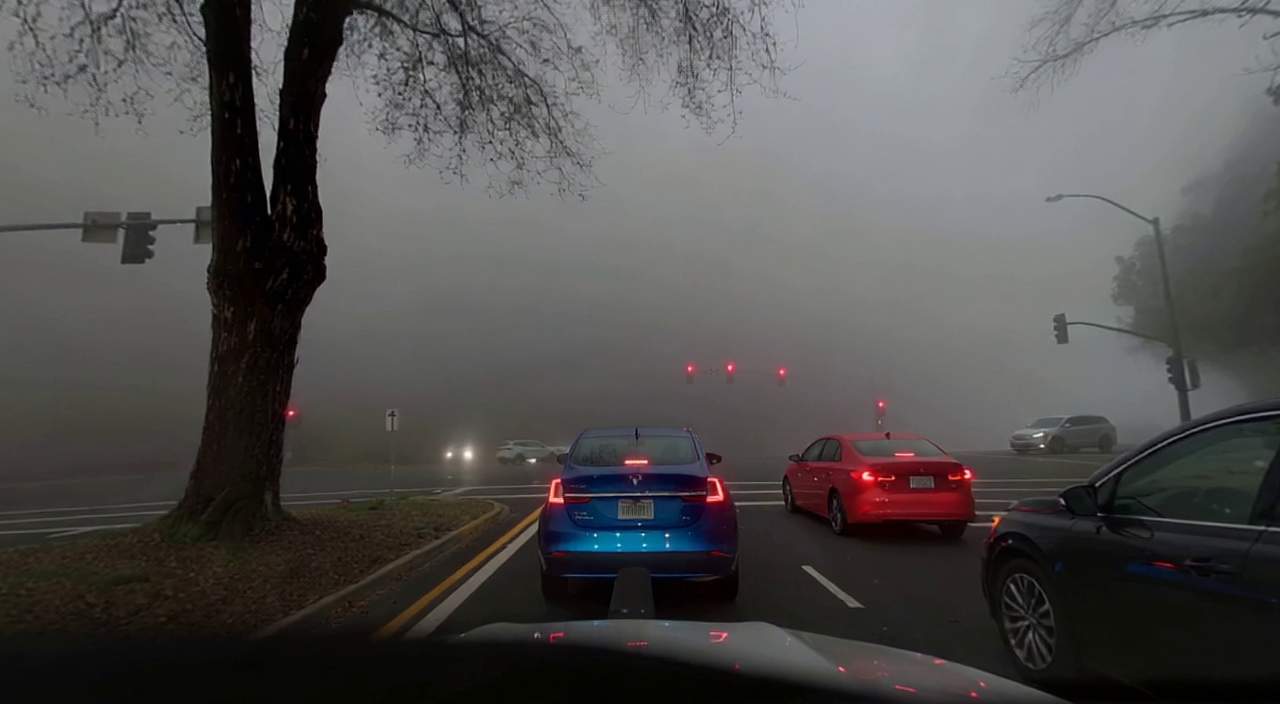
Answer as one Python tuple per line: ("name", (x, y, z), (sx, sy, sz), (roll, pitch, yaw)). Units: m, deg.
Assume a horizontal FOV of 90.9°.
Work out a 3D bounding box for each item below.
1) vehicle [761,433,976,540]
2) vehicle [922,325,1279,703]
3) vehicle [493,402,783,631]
("vehicle", (3.681, 2.262, 11.305), (2.054, 1.482, 4.654), (0, -9, -1))
("vehicle", (3.711, 0.938, 3.432), (2.162, 1.829, 4.519), (0, -9, -1))
("vehicle", (-0.029, 1.475, 6.512), (2.074, 1.631, 3.793), (0, -9, 0))
